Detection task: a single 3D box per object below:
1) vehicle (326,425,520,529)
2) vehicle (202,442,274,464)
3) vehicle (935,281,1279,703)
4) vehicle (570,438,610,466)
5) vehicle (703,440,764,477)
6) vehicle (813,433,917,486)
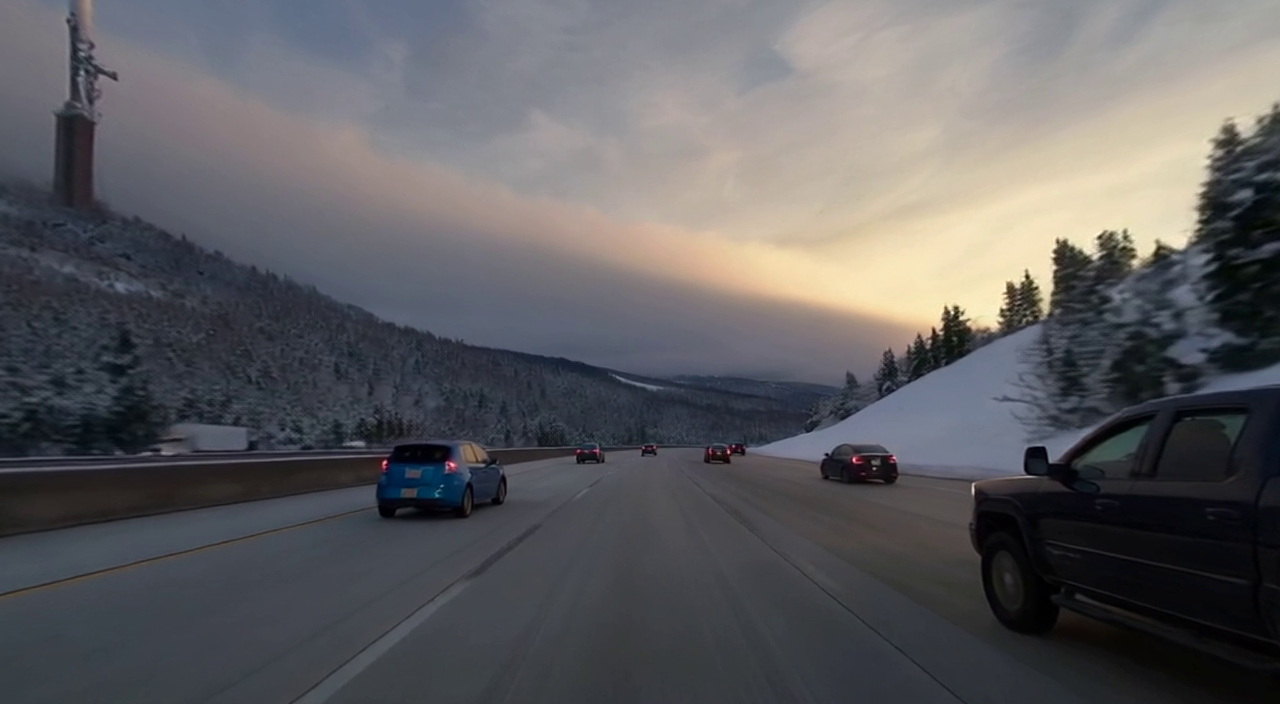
[{"bbox_3d":[-3.887,2.329,12.324,2.113,1.636,4.494,0,-8,1],"label":"vehicle"},{"bbox_3d":[-30.110,7.549,47.477,1.860,1.551,5.189,0,-8,2],"label":"vehicle"},{"bbox_3d":[3.450,0.720,2.482,2.098,1.925,5.171,0,-8,1],"label":"vehicle"},{"bbox_3d":[-3.121,6.342,40.058,2.021,1.679,4.310,-1,-8,2],"label":"vehicle"},{"bbox_3d":[4.040,4.699,28.085,2.046,1.471,4.333,0,-8,0],"label":"vehicle"},{"bbox_3d":[7.691,3.717,22.058,1.986,1.633,4.430,0,-8,0],"label":"vehicle"}]
